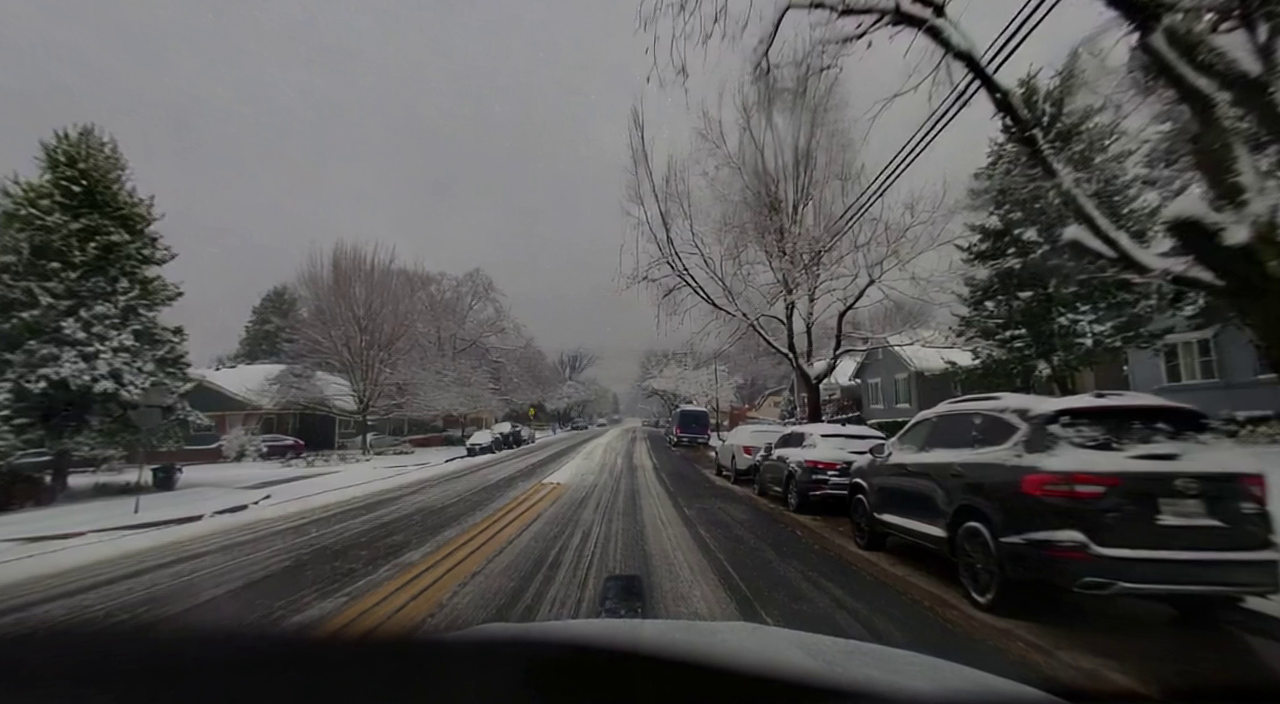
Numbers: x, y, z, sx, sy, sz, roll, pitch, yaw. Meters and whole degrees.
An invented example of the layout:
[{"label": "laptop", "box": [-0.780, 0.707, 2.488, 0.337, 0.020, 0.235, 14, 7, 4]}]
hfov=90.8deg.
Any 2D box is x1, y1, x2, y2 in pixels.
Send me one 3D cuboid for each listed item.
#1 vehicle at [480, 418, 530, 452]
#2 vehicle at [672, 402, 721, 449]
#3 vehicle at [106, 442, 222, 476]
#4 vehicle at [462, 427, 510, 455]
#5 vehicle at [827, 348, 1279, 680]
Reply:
[{"label": "vehicle", "box": [-8.610, 5.327, 40.696, 2.163, 1.841, 4.679, -6, -7, -1]}, {"label": "vehicle", "box": [3.027, 4.139, 34.968, 2.233, 2.453, 3.787, 0, -8, -2]}, {"label": "vehicle", "box": [-22.615, 5.065, 30.256, 1.813, 1.499, 4.321, -1, -8, 8]}, {"label": "vehicle", "box": [-8.468, 4.957, 35.105, 1.821, 1.476, 4.060, 0, -8, -3]}, {"label": "vehicle", "box": [3.671, 1.248, 6.024, 2.208, 1.863, 4.799, 0, -8, -1]}]
